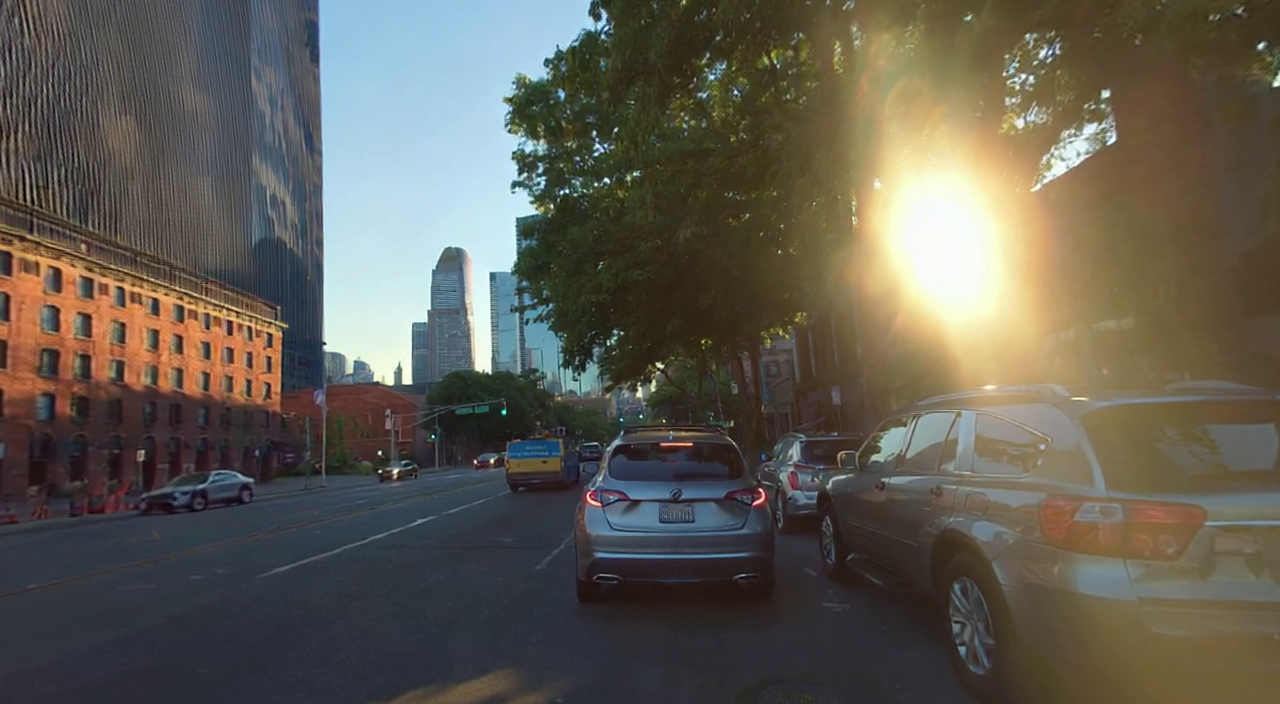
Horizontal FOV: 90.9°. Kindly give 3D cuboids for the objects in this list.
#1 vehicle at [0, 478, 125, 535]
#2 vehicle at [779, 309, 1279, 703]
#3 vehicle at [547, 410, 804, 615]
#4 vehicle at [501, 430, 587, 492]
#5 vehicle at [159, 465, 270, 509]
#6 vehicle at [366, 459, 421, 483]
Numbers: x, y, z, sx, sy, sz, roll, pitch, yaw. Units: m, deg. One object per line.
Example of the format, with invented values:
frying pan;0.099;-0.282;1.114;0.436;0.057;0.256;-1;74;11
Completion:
vehicle;-22.681;5.799;24.064;1.975;1.698;4.715;0;-9;1
vehicle;2.728;1.098;4.921;2.117;1.855;4.794;0;-9;-1
vehicle;0.229;1.553;6.895;2.045;1.608;3.573;0;-9;-2
vehicle;-3.187;3.769;22.173;2.175;1.919;5.223;0;-9;0
vehicle;-18.975;6.009;28.367;1.964;1.686;4.144;0;-9;2
vehicle;-19.120;9.229;49.158;2.274;1.708;4.863;0;-9;1
